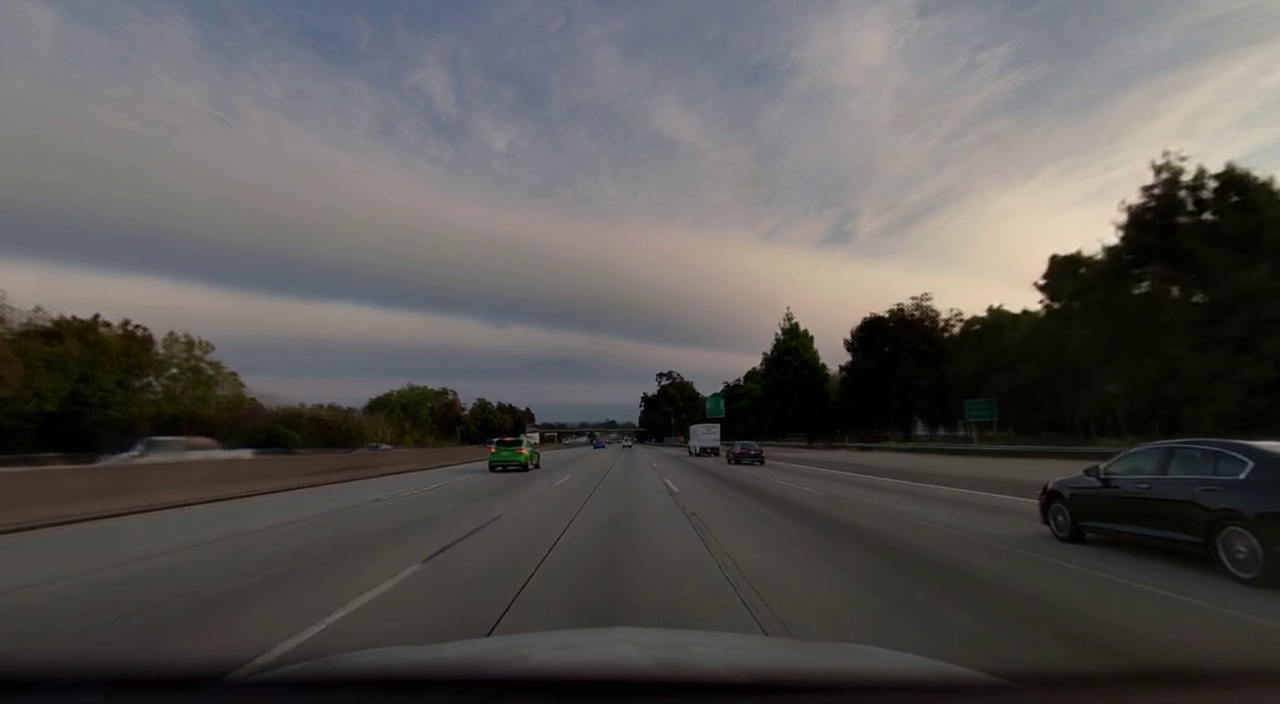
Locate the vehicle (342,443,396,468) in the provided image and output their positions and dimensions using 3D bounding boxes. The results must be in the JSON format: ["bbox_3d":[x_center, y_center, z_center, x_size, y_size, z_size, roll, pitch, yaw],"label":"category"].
[{"bbox_3d":[-16.928,6.450,39.524,1.761,1.419,3.733,0,-8,0],"label":"vehicle"}]

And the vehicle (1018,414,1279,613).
[{"bbox_3d":[5.834,1.362,5.811,2.028,1.488,4.236,0,-8,-1],"label":"vehicle"}]

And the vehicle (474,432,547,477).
[{"bbox_3d":[-4.769,3.818,23.824,1.966,1.570,3.859,0,-8,0],"label":"vehicle"}]

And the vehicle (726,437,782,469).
[{"bbox_3d":[5.427,4.828,30.475,1.920,1.436,3.890,0,-8,-2],"label":"vehicle"}]

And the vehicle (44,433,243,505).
[{"bbox_3d":[-12.956,3.023,16.866,1.902,1.647,4.241,0,-8,-1],"label":"vehicle"}]
